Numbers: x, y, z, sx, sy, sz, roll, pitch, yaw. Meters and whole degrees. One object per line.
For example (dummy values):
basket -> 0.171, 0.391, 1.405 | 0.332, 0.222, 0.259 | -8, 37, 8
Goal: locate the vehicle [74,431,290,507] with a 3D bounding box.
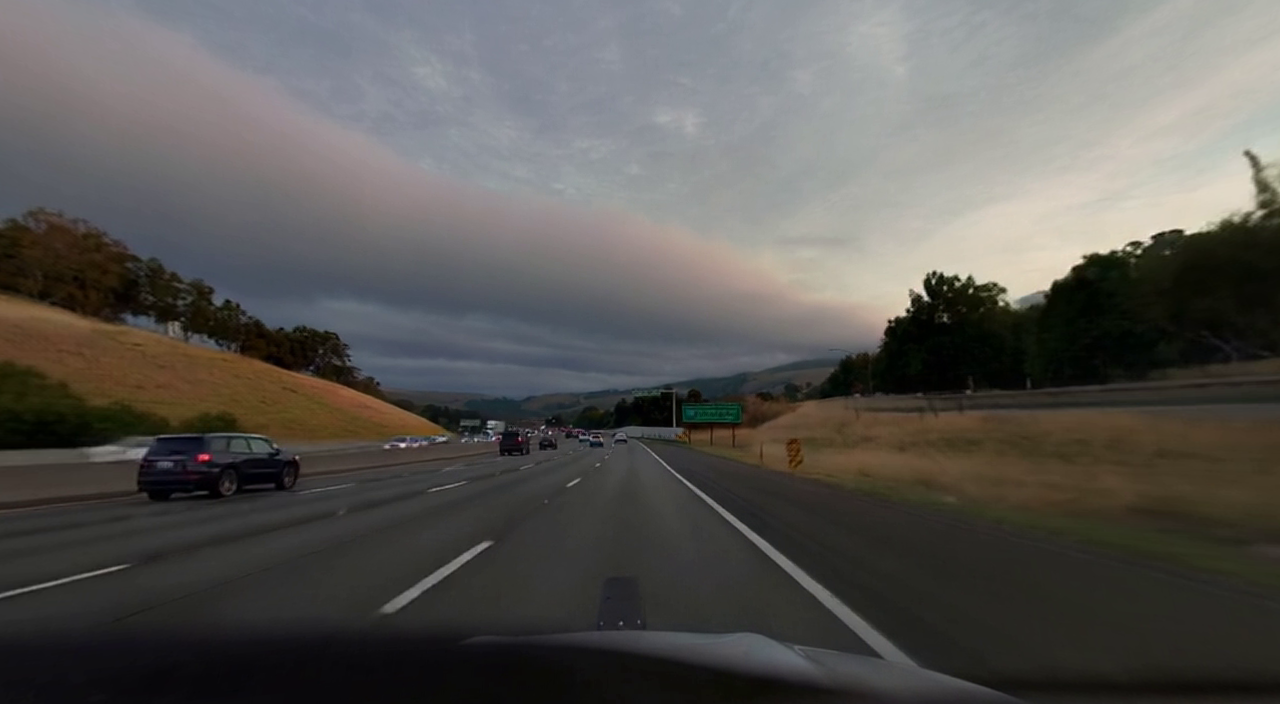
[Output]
vehicle -> -11.181, 2.866, 15.867 | 2.001, 1.625, 4.528 | 0, -8, 0

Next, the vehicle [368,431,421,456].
vehicle -> -18.657, 7.007, 47.934 | 2.086, 1.767, 4.966 | 0, -8, 0
